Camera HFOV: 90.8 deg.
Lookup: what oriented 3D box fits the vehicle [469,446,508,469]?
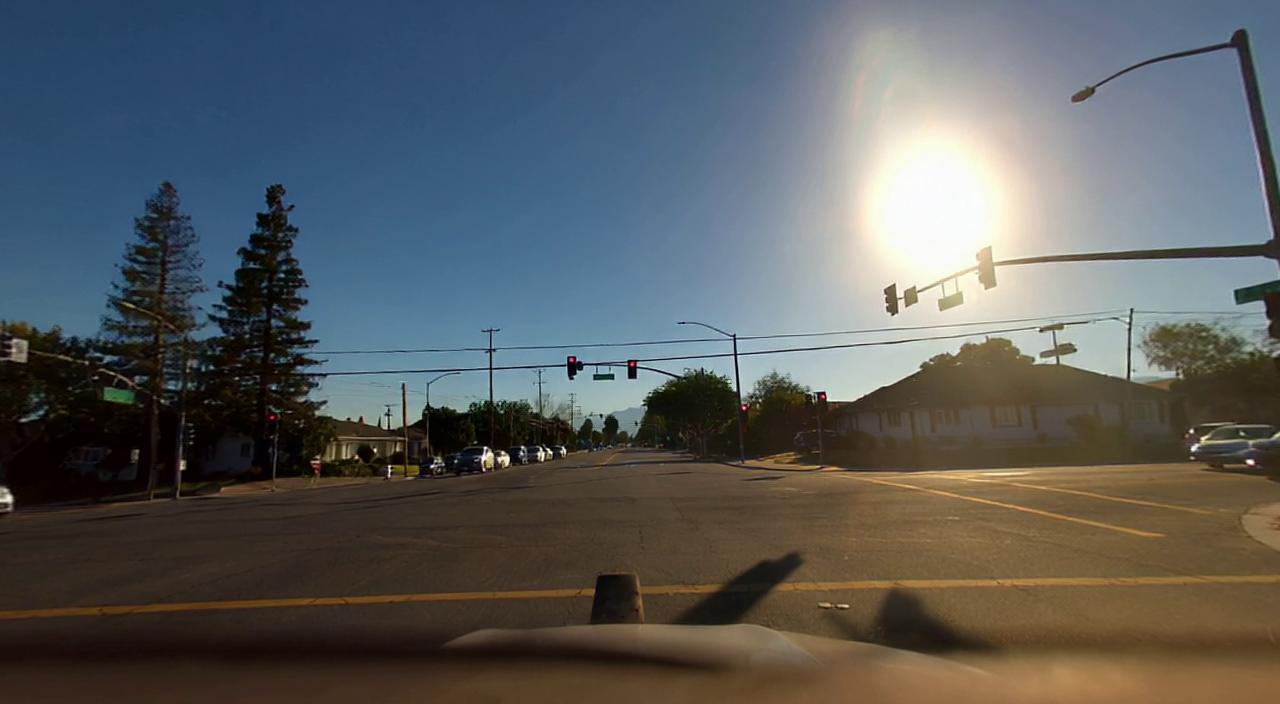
[{"bbox_3d":[-10.712,7.458,44.751,1.881,1.509,3.377,0,-9,1],"label":"vehicle"}]
